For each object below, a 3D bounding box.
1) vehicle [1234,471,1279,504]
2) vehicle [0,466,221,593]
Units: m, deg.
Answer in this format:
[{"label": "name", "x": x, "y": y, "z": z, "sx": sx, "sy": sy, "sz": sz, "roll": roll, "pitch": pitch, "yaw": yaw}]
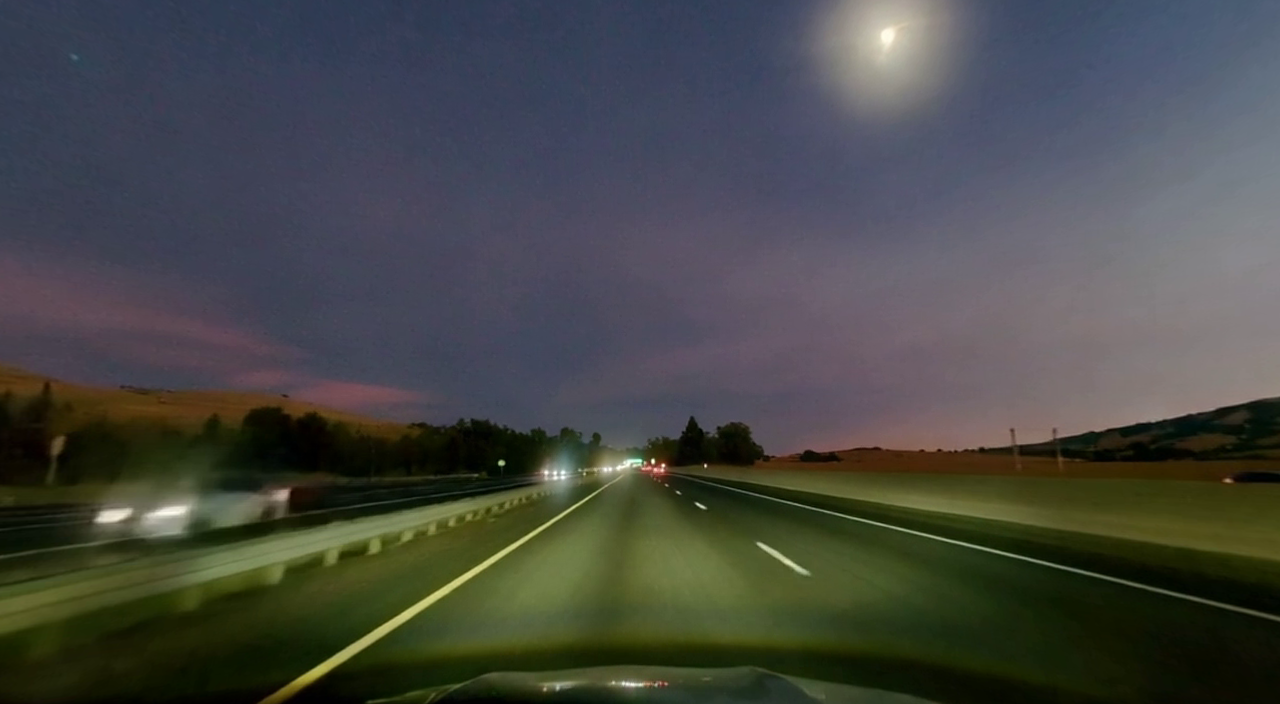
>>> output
[{"label": "vehicle", "x": 32.691, "y": 6.964, "z": 32.525, "sx": 1.951, "sy": 1.616, "sz": 4.175, "roll": -5, "pitch": -12, "yaw": 30}, {"label": "vehicle", "x": -8.417, "y": 2.387, "z": 9.089, "sx": 1.789, "sy": 1.453, "sz": 4.296, "roll": 1, "pitch": -10, "yaw": -1}]
